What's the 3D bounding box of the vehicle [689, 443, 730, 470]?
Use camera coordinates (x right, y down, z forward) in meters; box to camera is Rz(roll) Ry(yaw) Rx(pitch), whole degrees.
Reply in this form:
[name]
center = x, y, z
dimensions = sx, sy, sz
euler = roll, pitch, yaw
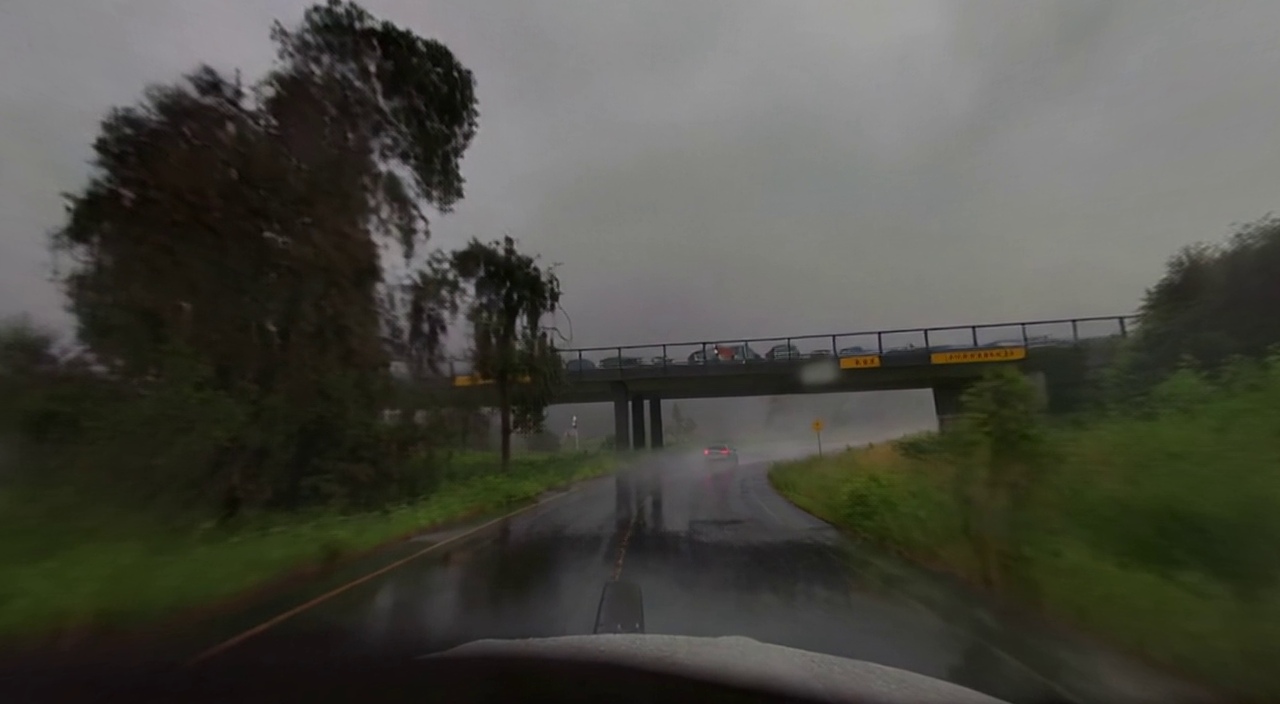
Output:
[vehicle]
center = 4.053, 6.007, 36.230
dimensions = 1.980, 1.449, 3.650
euler = -2, -9, 11
